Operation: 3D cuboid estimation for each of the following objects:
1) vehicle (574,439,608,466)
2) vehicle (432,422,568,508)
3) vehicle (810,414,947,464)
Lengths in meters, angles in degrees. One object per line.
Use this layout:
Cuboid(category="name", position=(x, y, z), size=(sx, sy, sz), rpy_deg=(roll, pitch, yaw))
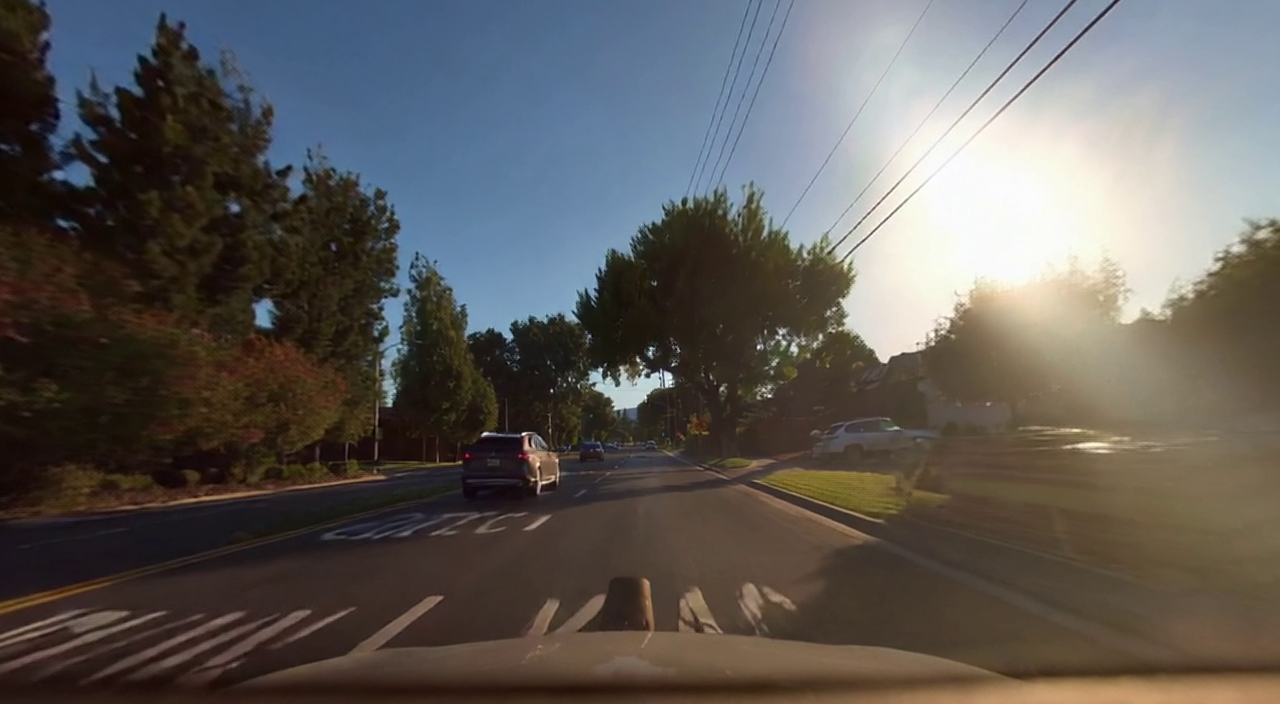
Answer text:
Cuboid(category="vehicle", position=(-2.954, 6.144, 38.625), size=(1.802, 1.528, 3.490), rpy_deg=(0, -8, 0))
Cuboid(category="vehicle", position=(-3.178, 2.684, 15.417), size=(2.190, 1.766, 4.394), rpy_deg=(0, -8, 2))
Cuboid(category="vehicle", position=(9.904, 3.654, 26.512), size=(4.944, 2.023, 1.973), rpy_deg=(0, -8, 1))
